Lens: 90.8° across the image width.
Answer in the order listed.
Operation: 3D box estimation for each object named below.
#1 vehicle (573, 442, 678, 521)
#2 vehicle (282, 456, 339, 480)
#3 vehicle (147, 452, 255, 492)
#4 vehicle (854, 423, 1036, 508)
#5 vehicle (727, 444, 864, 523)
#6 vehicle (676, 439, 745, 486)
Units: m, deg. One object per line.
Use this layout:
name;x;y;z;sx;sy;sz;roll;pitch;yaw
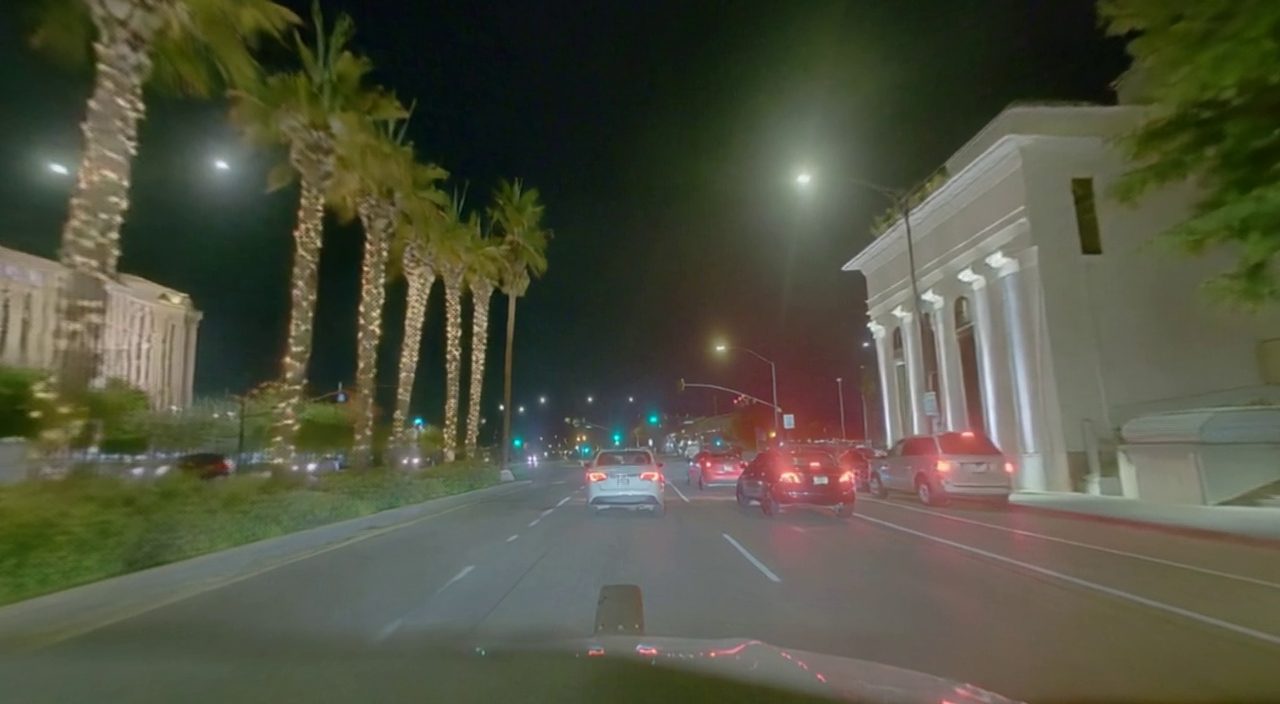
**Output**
vehicle;-0.306;2.822;14.294;2.050;1.521;3.747;0;-9;-1
vehicle;-24.767;8.668;47.601;1.870;1.636;4.375;0;-9;1
vehicle;-21.451;5.848;31.151;1.955;1.770;4.700;0;-9;-1
vehicle;7.948;2.965;17.235;2.200;1.933;5.123;0;-8;-3
vehicle;3.205;2.788;13.991;1.833;1.465;4.258;0;-9;-2
vehicle;3.091;5.092;29.660;2.127;1.854;7.971;0;-9;-1
